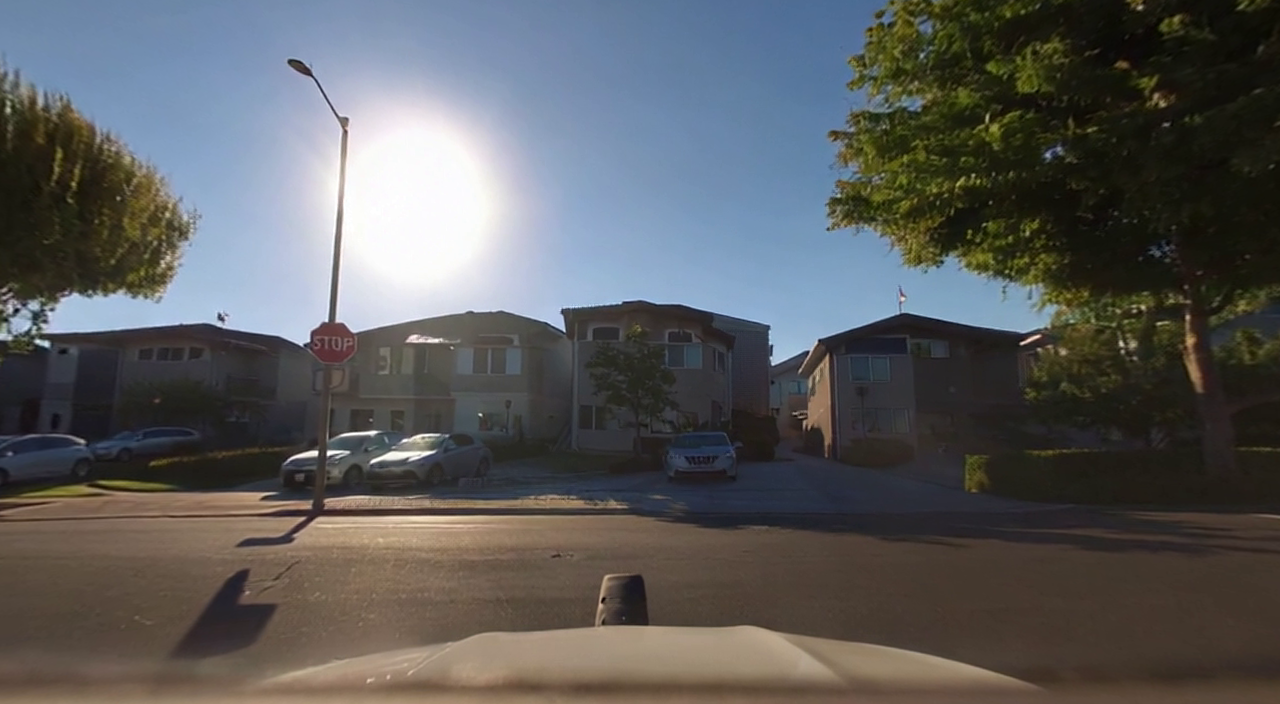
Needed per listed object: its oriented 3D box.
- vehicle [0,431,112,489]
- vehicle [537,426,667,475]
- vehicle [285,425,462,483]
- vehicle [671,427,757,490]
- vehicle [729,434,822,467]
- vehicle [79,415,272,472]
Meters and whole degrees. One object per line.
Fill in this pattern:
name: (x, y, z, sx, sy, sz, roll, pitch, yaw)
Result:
vehicle: (-23.047, 3.920, 22.941, 5.418, 1.994, 2.233, 0, -8, 0)
vehicle: (-1.531, 4.343, 27.745, 2.267, 1.920, 5.798, -8, -11, 41)
vehicle: (-8.412, 3.263, 20.201, 4.778, 1.753, 1.959, 0, -9, -1)
vehicle: (2.458, 3.761, 22.623, 2.305, 1.962, 5.685, 0, -9, -1)
vehicle: (8.074, 5.874, 37.555, 5.004, 1.797, 1.946, -5, -10, 31)
vehicle: (-27.758, 5.488, 37.771, 9.384, 3.230, 2.928, -1, -9, 4)
